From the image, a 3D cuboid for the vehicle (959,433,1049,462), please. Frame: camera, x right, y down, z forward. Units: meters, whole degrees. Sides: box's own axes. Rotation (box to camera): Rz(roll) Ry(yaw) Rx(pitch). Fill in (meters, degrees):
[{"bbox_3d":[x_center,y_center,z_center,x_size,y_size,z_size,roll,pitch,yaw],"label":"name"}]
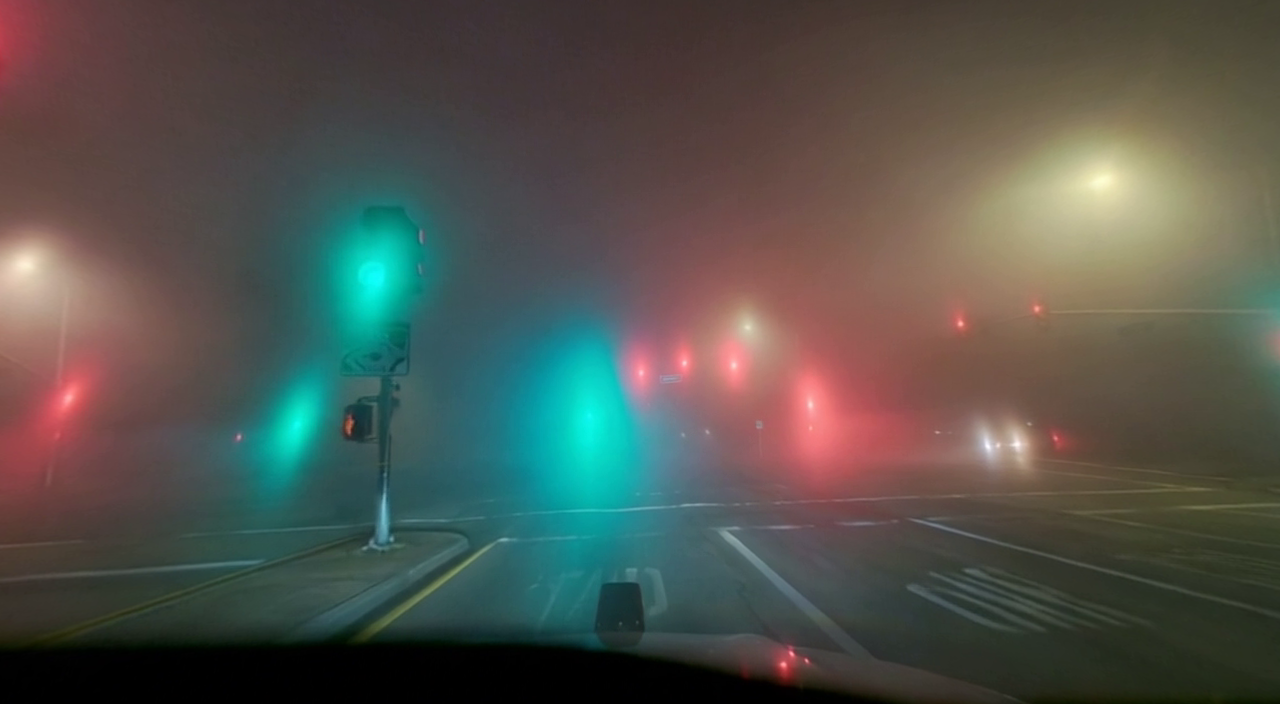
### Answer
[{"bbox_3d":[21.712,5.692,37.567,4.769,1.634,1.884,3,-9,-19],"label":"vehicle"}]
